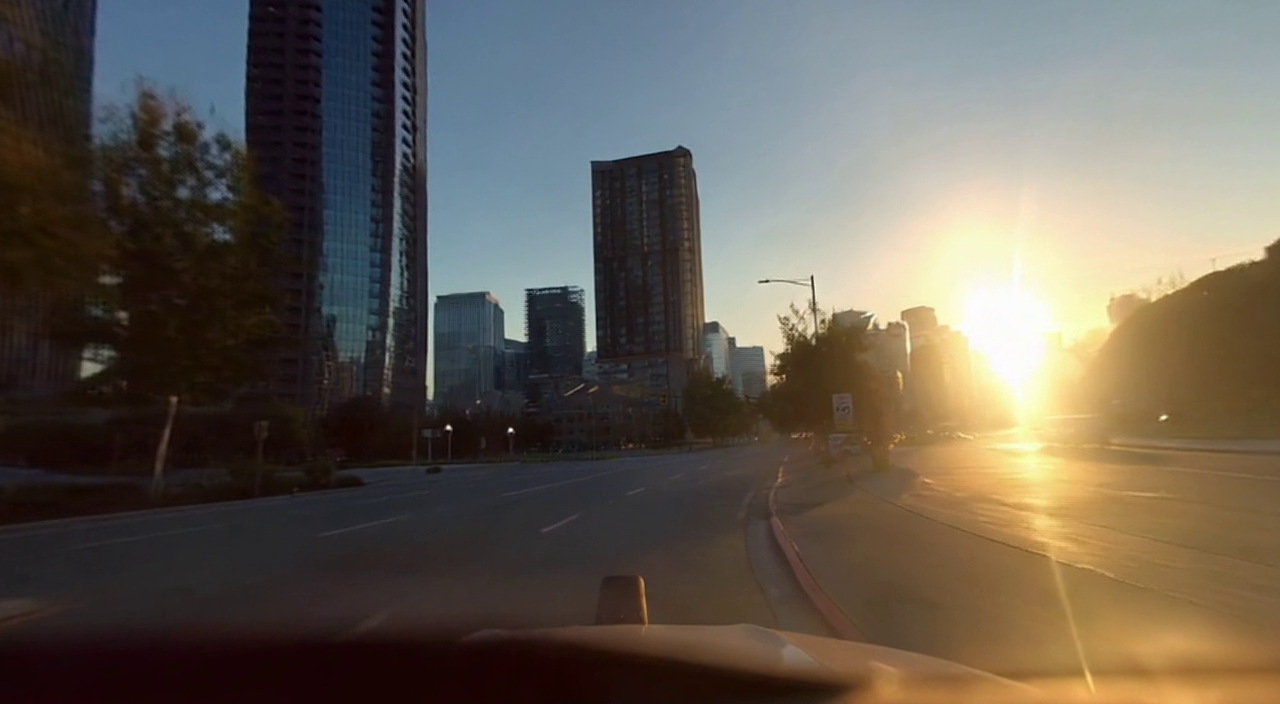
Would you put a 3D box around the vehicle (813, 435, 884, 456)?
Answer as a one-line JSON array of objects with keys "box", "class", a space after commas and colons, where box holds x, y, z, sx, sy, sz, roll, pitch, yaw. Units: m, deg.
[{"box": [14.005, 6.276, 42.476, 4.218, 1.385, 1.830, 3, -9, -19], "class": "vehicle"}]

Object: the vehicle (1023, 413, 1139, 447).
[{"box": [24.159, 4.340, 34.709, 4.871, 1.757, 2.014, -8, -11, 42], "class": "vehicle"}]
